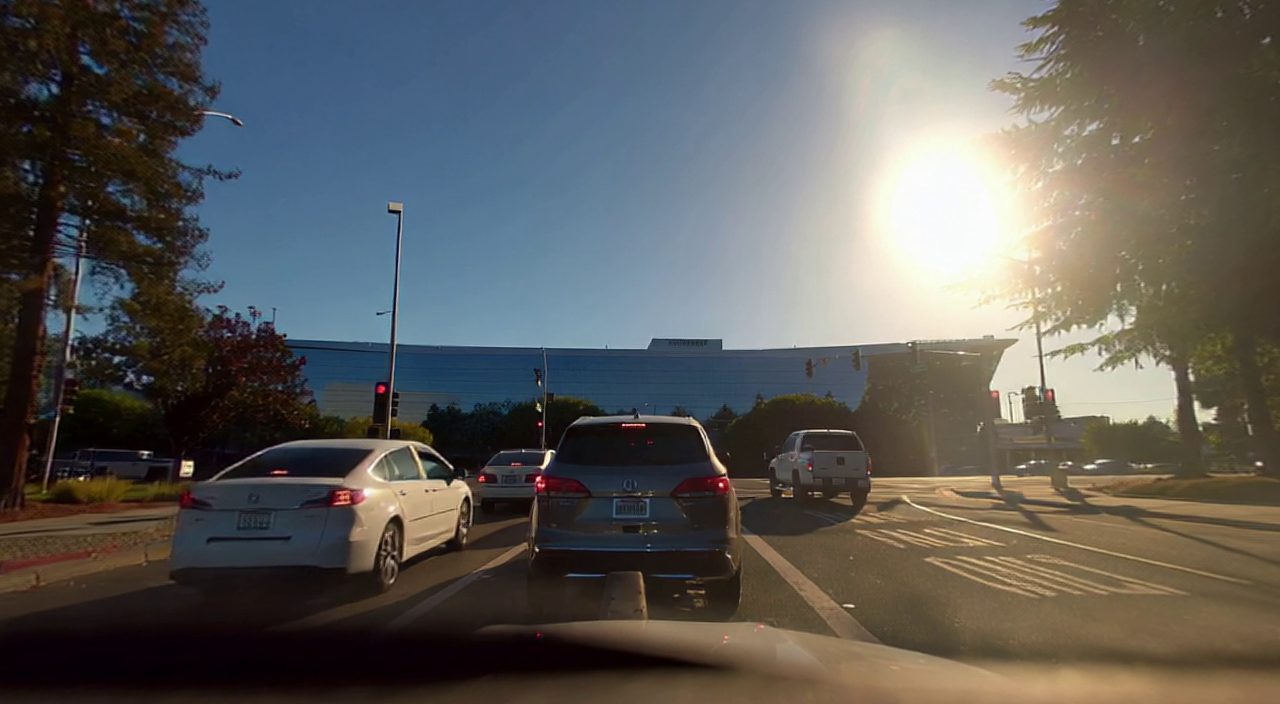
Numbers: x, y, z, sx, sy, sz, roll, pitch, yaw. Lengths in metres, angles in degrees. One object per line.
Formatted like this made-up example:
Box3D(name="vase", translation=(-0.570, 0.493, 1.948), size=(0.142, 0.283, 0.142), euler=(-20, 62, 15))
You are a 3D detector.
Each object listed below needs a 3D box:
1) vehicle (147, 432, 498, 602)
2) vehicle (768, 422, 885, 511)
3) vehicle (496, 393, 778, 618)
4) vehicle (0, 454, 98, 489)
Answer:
Box3D(name="vehicle", translation=(-3.277, 1.766, 7.755), size=(1.913, 1.453, 4.413), euler=(0, -8, 2))
Box3D(name="vehicle", translation=(4.808, 2.997, 16.922), size=(2.084, 2.053, 4.073), euler=(-1, -8, 3))
Box3D(name="vehicle", translation=(-0.032, 1.524, 7.173), size=(2.203, 1.757, 4.286), euler=(0, -8, 0))
Box3D(name="vehicle", translation=(-27.104, 5.273, 27.922), size=(4.198, 1.444, 1.765), euler=(2, -9, -15))
